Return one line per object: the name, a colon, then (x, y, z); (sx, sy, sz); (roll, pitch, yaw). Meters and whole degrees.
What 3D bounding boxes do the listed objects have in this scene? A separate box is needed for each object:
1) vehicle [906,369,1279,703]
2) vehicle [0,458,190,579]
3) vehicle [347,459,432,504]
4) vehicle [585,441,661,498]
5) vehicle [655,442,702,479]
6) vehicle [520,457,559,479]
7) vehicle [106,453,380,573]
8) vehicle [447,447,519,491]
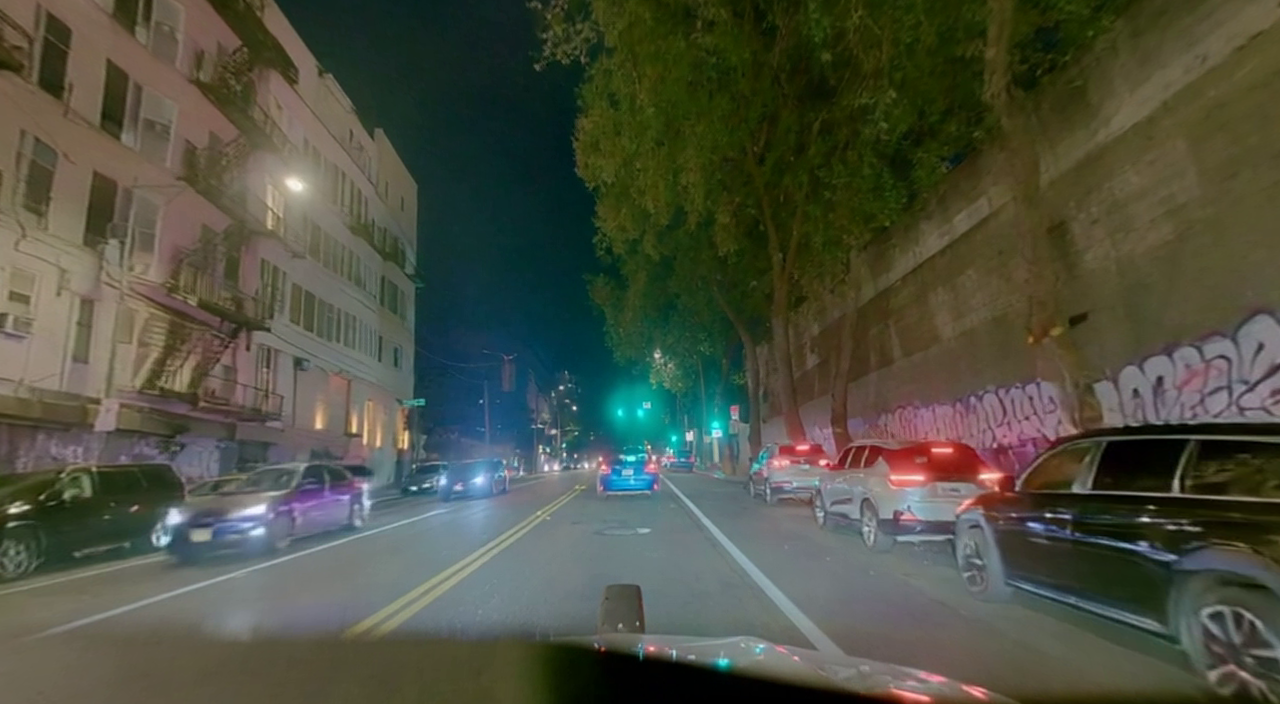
vehicle: (4.148, 1.201, 4.501); (2.097, 1.811, 5.230); (0, -8, -1)
vehicle: (-10.922, 2.960, 11.539); (2.276, 1.741, 4.439); (-5, -8, -1)
vehicle: (-11.127, 5.747, 28.379); (1.931, 1.499, 4.645); (-7, -8, -2)
vehicle: (-0.522, 3.692, 20.305); (2.166, 1.579, 4.300); (0, -8, -1)
vehicle: (1.951, 5.630, 33.158); (2.207, 1.761, 4.292); (0, -8, 0)
vehicle: (-7.041, 8.161, 44.730); (2.040, 1.402, 4.237); (0, -8, 0)
vehicle: (-6.409, 2.584, 11.000); (1.906, 1.445, 4.490); (-4, -8, 0)
vehicle: (-6.827, 5.106, 28.034); (2.147, 1.747, 4.409); (0, -8, -1)
